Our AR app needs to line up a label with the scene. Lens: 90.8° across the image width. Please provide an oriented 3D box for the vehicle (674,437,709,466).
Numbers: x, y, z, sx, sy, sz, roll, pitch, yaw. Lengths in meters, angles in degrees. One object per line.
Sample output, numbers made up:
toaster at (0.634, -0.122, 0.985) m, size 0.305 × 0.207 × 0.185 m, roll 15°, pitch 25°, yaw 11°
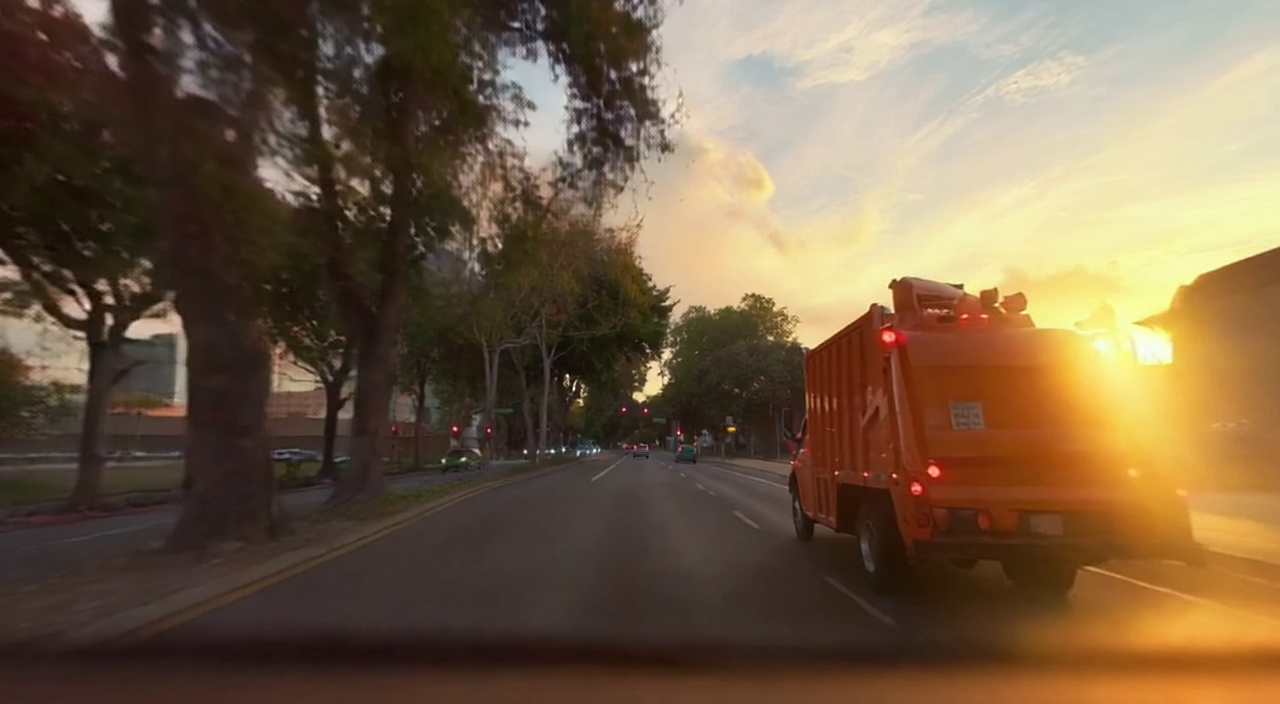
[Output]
vehicle at (3.655, 7.220, 45.790) m, size 2.099 × 1.936 × 4.575 m, roll 0°, pitch -9°, yaw -1°

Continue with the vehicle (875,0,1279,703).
vehicle at (3.817, -0.159, 1.132) m, size 2.731 × 3.407 × 10.262 m, roll 0°, pitch -9°, yaw -1°

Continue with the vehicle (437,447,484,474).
vehicle at (-13.613, 8.239, 48.235) m, size 2.140 × 1.961 × 4.641 m, roll 0°, pitch -9°, yaw 1°
